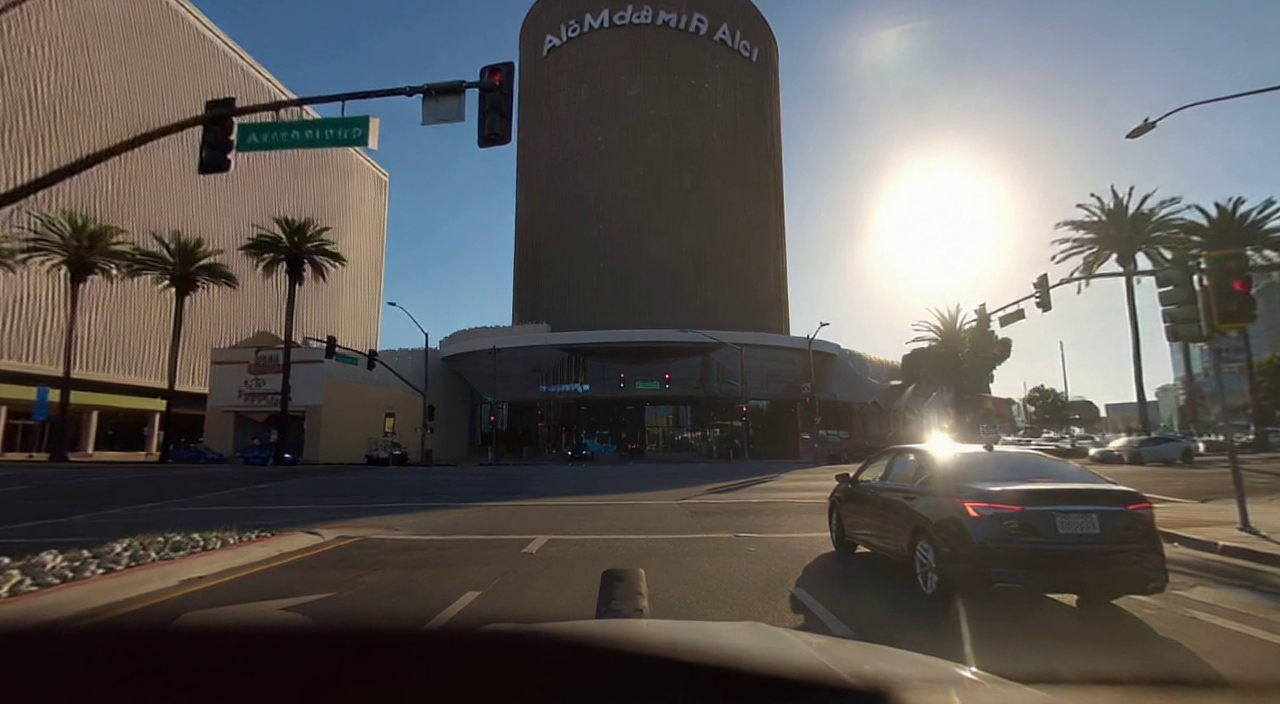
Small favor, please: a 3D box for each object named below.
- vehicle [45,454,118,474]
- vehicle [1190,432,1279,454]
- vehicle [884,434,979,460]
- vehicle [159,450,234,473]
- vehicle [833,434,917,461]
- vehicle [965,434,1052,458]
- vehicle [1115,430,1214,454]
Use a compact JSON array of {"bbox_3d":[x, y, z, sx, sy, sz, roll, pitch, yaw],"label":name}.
[{"bbox_3d":[-41.516,8.326,46.918,3.698,1.467,1.779,0,-8,1],"label":"vehicle"},{"bbox_3d":[42.295,6.483,44.878,4.437,1.469,1.811,0,-8,0],"label":"vehicle"},{"bbox_3d":[17.087,5.581,37.133,4.684,1.461,1.777,0,-8,-1],"label":"vehicle"},{"bbox_3d":[-32.967,8.117,46.867,4.136,1.661,1.857,0,-8,1],"label":"vehicle"},{"bbox_3d":[15.205,6.167,40.863,4.648,1.665,1.910,0,-8,-1],"label":"vehicle"},{"bbox_3d":[23.703,6.047,40.604,4.423,1.465,1.798,0,-8,1],"label":"vehicle"},{"bbox_3d":[33.357,5.759,40.178,4.567,1.458,1.791,0,-8,2],"label":"vehicle"}]
